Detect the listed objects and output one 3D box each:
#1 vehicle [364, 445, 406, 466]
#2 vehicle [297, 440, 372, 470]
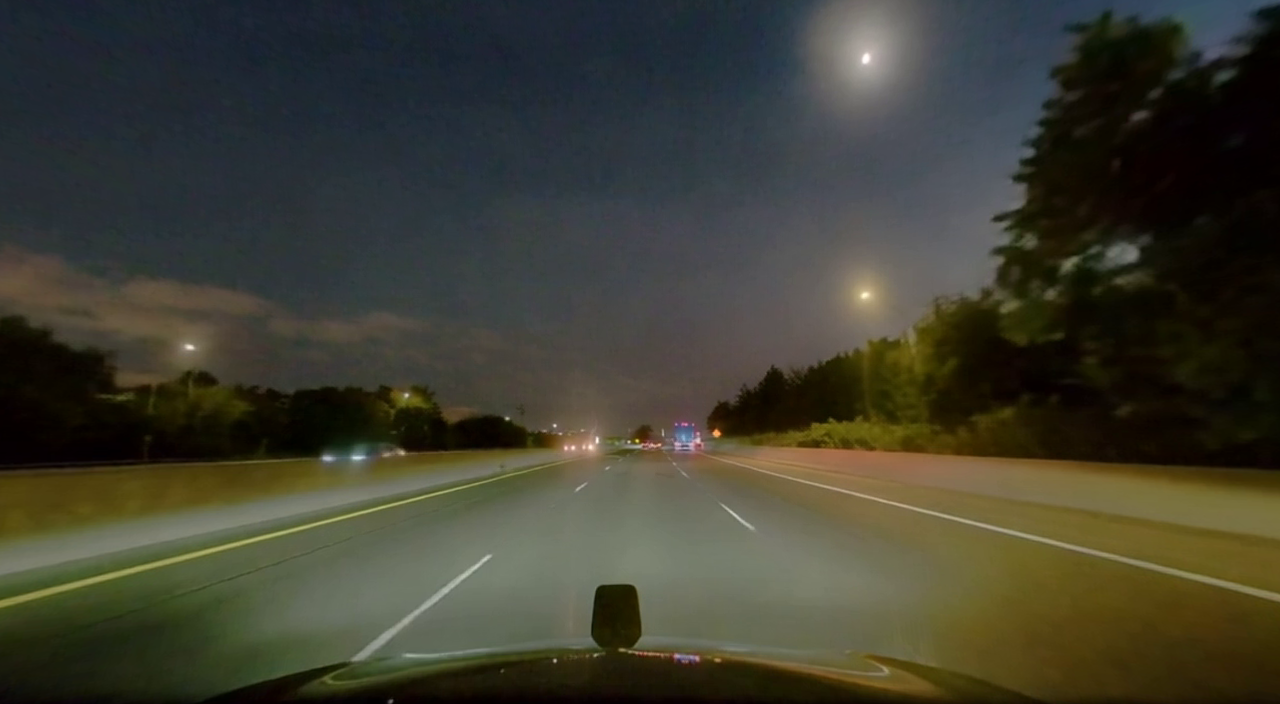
[{"bbox_3d":[-20.116,8.184,49.861,1.725,1.504,3.718,0,-8,1],"label":"vehicle"},{"bbox_3d":[-16.354,5.499,33.978,1.897,1.494,4.215,0,-8,1],"label":"vehicle"}]
